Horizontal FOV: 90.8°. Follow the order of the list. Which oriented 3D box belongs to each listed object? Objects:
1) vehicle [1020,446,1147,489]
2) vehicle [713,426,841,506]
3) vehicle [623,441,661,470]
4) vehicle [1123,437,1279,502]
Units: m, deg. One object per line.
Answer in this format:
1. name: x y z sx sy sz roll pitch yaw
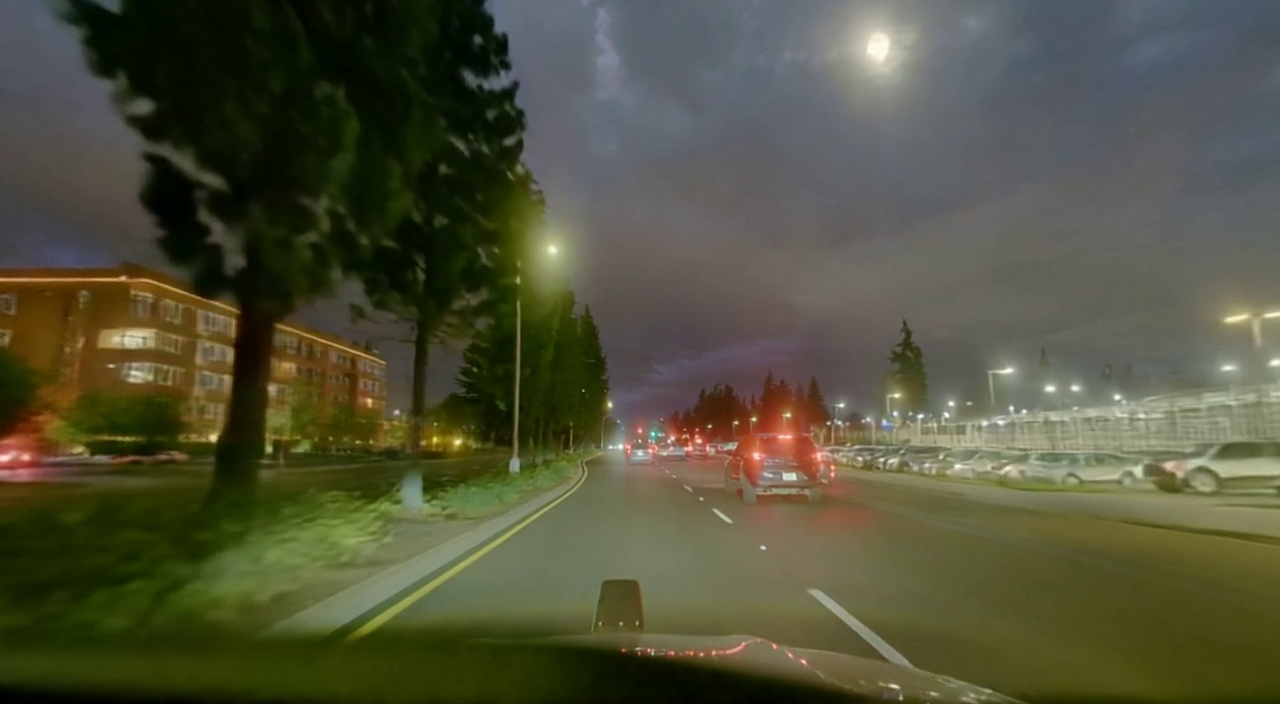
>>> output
1. vehicle: 17.458 4.519 24.899 3.958 1.524 2.061 3 -10 -20
2. vehicle: 3.425 2.998 16.944 2.235 1.806 4.818 0 -9 -1
3. vehicle: 0.101 6.144 37.638 2.145 1.572 4.021 0 -9 -1
4. vehicle: 16.473 3.328 18.364 1.914 1.644 4.378 -2 -8 10
